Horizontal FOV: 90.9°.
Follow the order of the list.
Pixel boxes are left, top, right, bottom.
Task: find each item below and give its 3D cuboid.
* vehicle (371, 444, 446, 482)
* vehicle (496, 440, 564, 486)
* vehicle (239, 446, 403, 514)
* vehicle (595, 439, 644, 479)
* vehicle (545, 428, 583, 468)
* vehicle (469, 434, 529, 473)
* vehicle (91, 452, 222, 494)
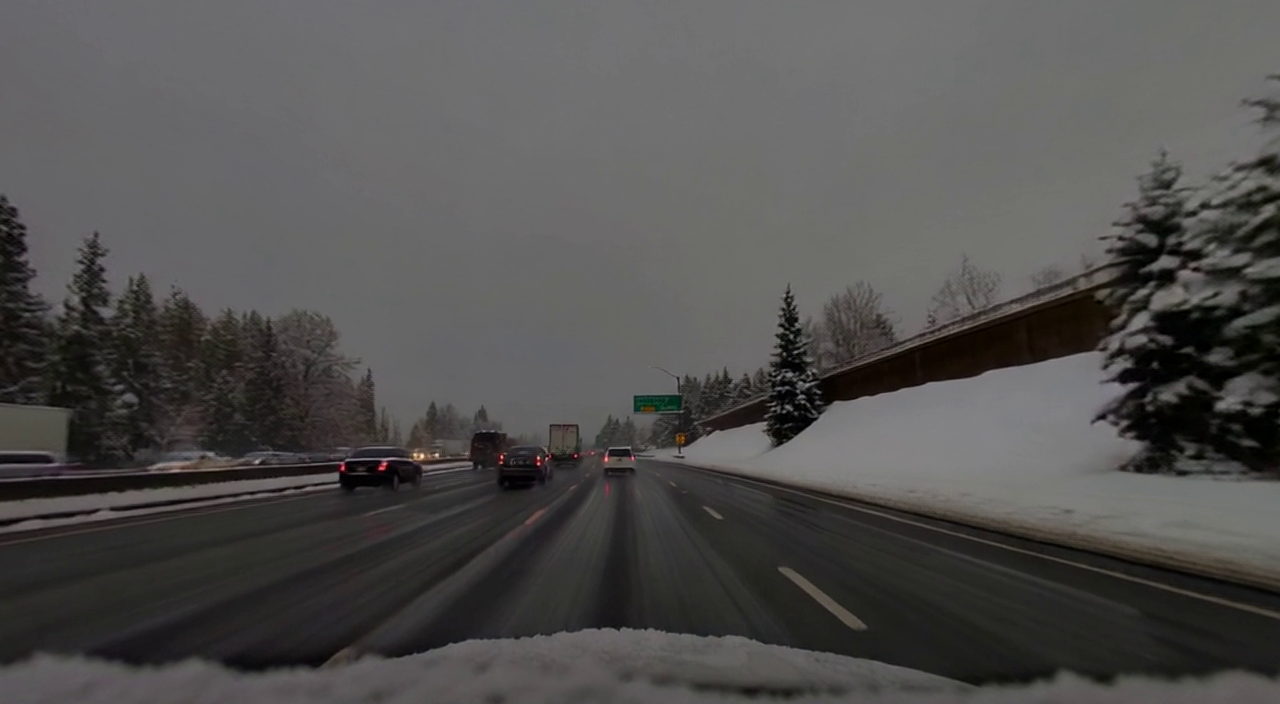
[{"bbox_3d":[-11.981,5.722,33.079,2.079,1.807,5.187,0,-8,-2],"label":"vehicle"},{"bbox_3d":[-4.270,4.370,25.227,2.005,1.631,4.295,0,-8,-1],"label":"vehicle"},{"bbox_3d":[-7.908,3.175,16.213,1.896,1.465,4.399,0,-8,0],"label":"vehicle"},{"bbox_3d":[-0.941,4.820,28.719,2.092,1.671,3.772,0,-8,-2],"label":"vehicle"},{"bbox_3d":[-5.438,6.947,45.827,2.279,2.672,5.256,0,-8,-2],"label":"vehicle"},{"bbox_3d":[-9.217,6.694,41.890,2.773,2.402,6.232,0,-8,-2],"label":"vehicle"},{"bbox_3d":[-19.823,4.934,26.169,1.903,1.506,4.545,0,-8,-2],"label":"vehicle"}]
